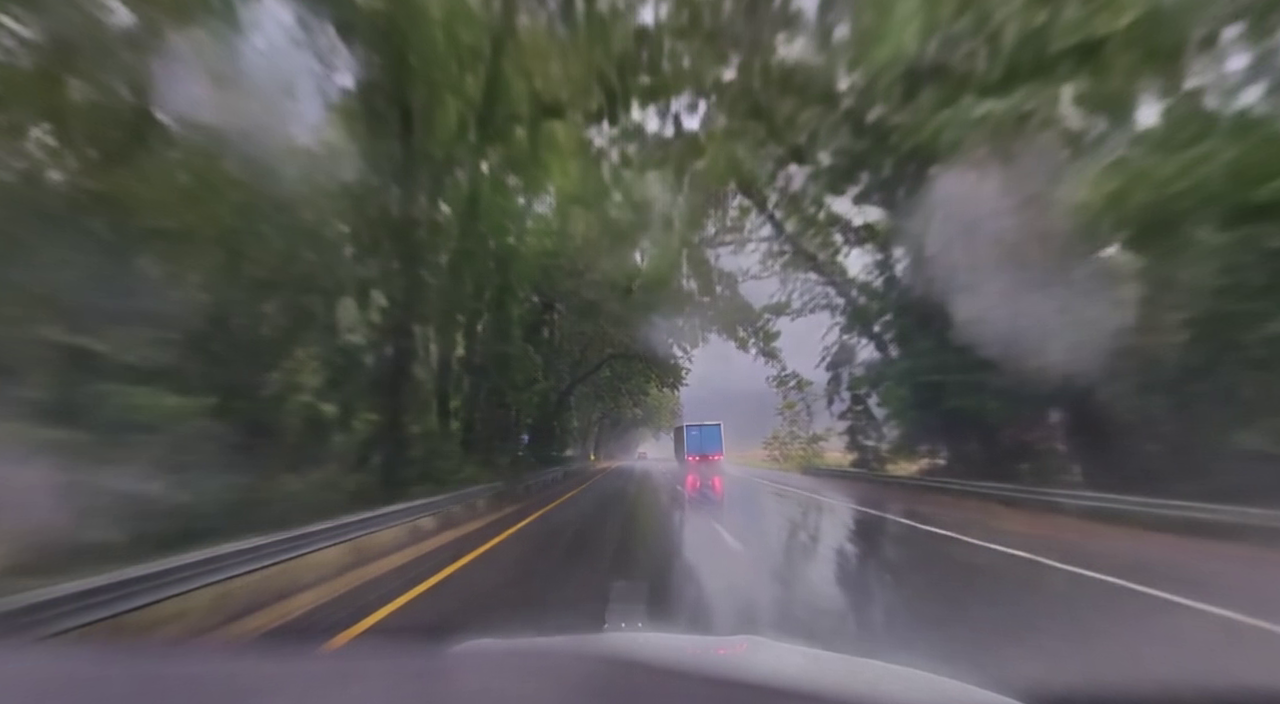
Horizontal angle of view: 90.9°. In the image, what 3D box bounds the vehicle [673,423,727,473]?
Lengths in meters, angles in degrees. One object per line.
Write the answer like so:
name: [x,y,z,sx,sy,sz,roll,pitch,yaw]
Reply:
vehicle: [3.577,5.916,38.831,2.572,2.795,5.978,0,-9,-1]
